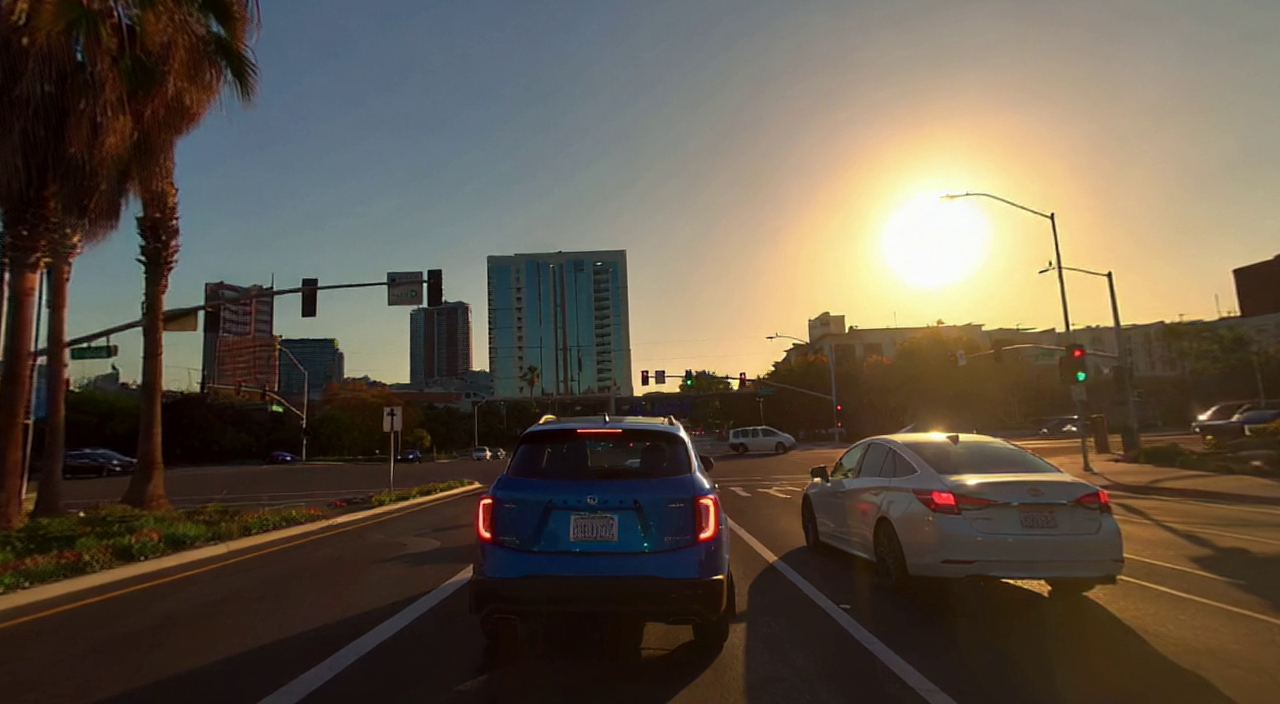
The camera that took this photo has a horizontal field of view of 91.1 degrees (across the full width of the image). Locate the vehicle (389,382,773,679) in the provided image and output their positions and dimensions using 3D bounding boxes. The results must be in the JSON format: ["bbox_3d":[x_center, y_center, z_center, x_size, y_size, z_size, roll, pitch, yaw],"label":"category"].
[{"bbox_3d":[-0.336,1.317,5.688,2.172,1.694,4.055,0,-8,0],"label":"vehicle"}]

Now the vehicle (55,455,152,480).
[{"bbox_3d":[-40.222,8.628,47.119,5.347,1.785,2.123,0,-8,2],"label":"vehicle"}]

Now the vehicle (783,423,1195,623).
[{"bbox_3d":[3.113,1.609,6.972,1.971,1.473,4.495,0,-8,0],"label":"vehicle"}]
